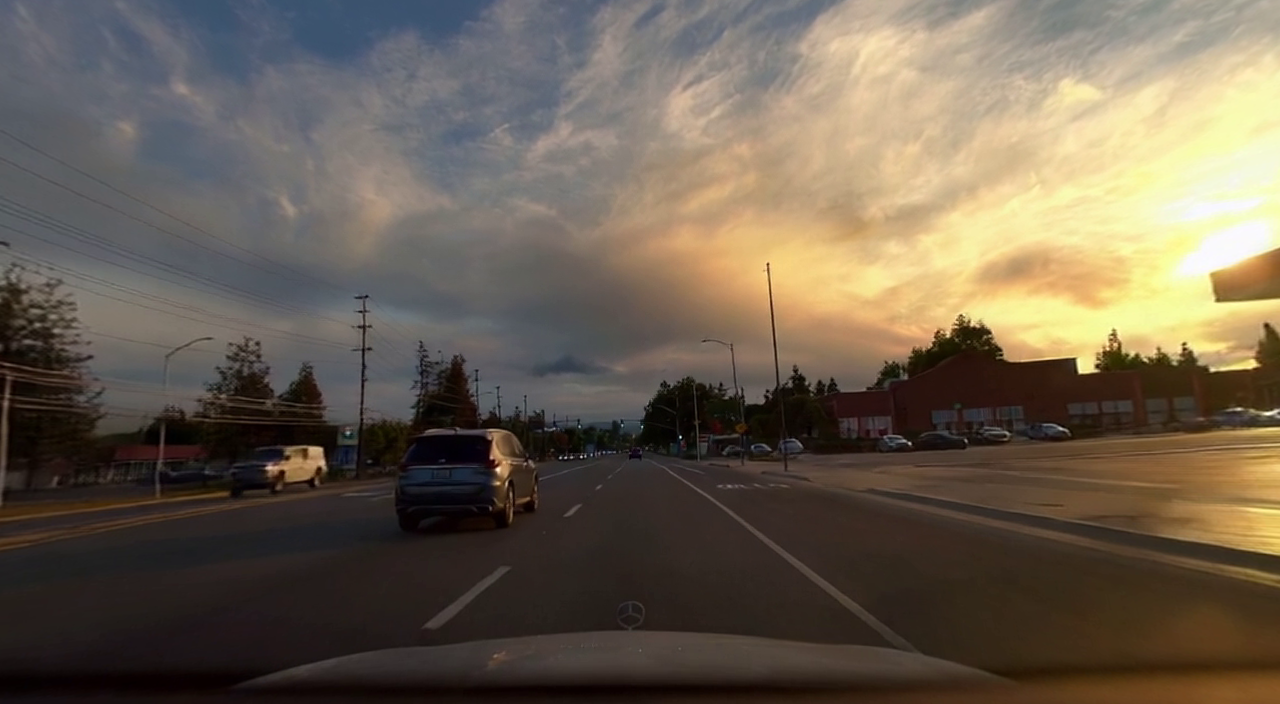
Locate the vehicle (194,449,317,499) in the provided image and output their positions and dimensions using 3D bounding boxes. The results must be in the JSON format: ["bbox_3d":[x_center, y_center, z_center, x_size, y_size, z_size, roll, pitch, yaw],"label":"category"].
[{"bbox_3d":[-18.564,5.850,30.900,2.426,2.160,5.660,0,-8,0],"label":"vehicle"}]

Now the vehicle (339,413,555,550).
[{"bbox_3d":[-2.945,2.110,10.990,2.190,1.844,4.751,0,-8,1],"label":"vehicle"}]
